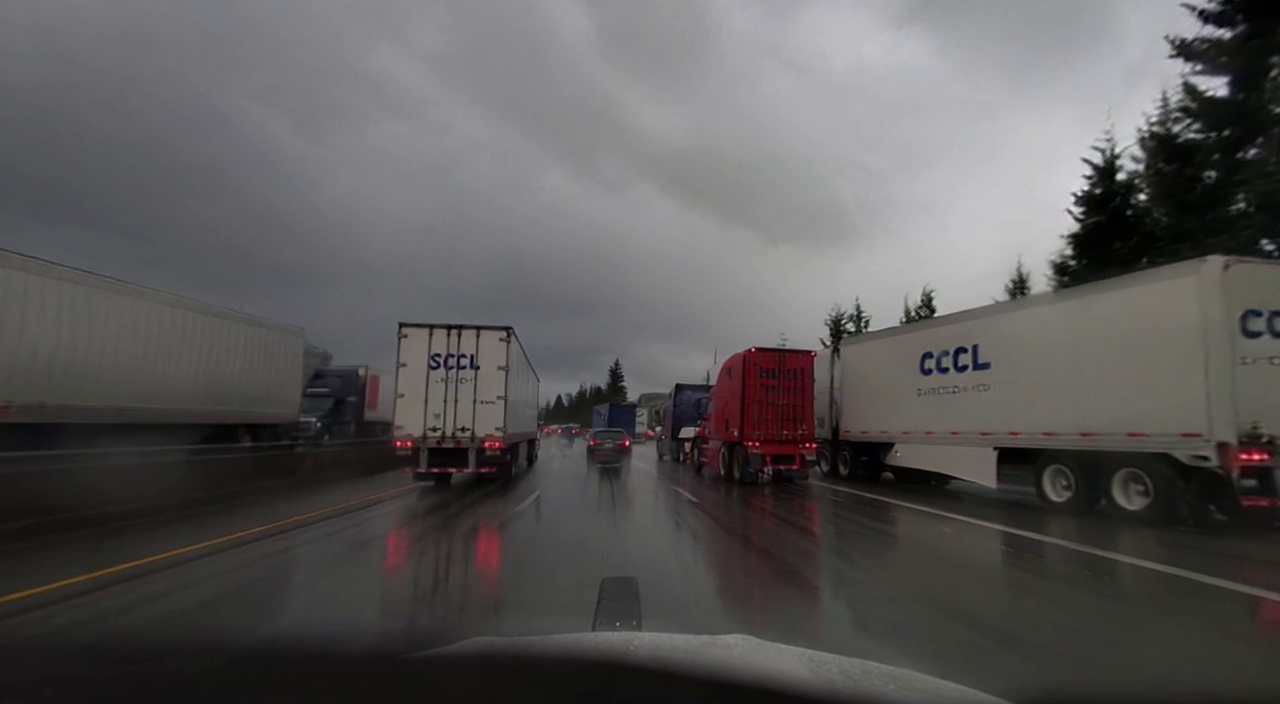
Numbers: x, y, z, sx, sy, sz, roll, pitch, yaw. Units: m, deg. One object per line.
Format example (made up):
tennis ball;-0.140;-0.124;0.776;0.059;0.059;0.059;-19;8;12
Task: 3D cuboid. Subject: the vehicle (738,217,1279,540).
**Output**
vehicle;7.242;0.970;12.901;2.820;4.084;13.786;4;-8;-26

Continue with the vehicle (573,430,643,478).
vehicle;-1.260;3.602;22.630;2.060;1.540;4.374;1;-8;-9

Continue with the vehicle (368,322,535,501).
vehicle;-4.717;1.817;17.857;2.822;3.788;8.799;1;-8;-6

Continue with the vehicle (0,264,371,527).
vehicle;-11.065;0.981;12.183;2.867;4.125;14.026;-2;-8;13
